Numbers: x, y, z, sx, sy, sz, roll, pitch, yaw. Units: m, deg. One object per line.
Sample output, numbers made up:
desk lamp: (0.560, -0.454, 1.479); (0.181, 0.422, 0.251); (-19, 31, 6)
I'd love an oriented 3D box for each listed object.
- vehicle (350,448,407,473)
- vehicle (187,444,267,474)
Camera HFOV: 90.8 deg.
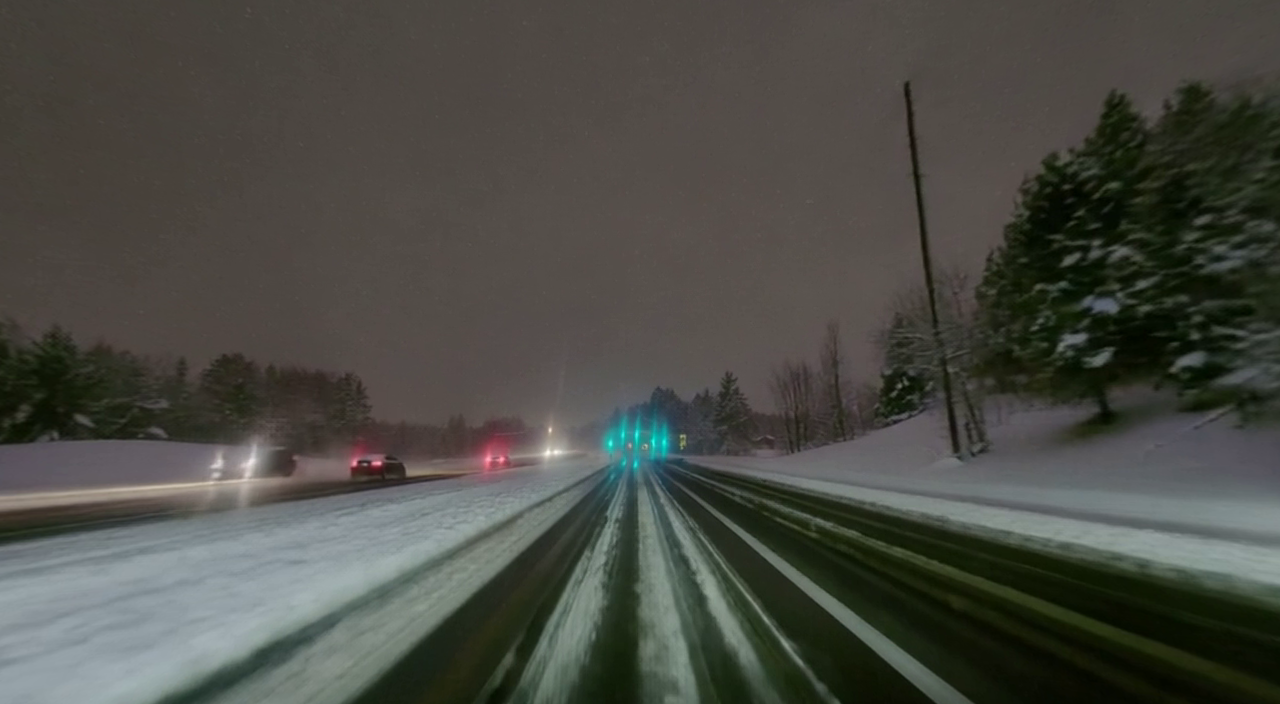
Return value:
vehicle: (-17.015, 7.070, 41.196); (1.955, 1.533, 4.097); (0, -9, 0)
vehicle: (-30.513, 7.900, 46.832); (2.204, 2.020, 5.494); (0, -9, 0)
